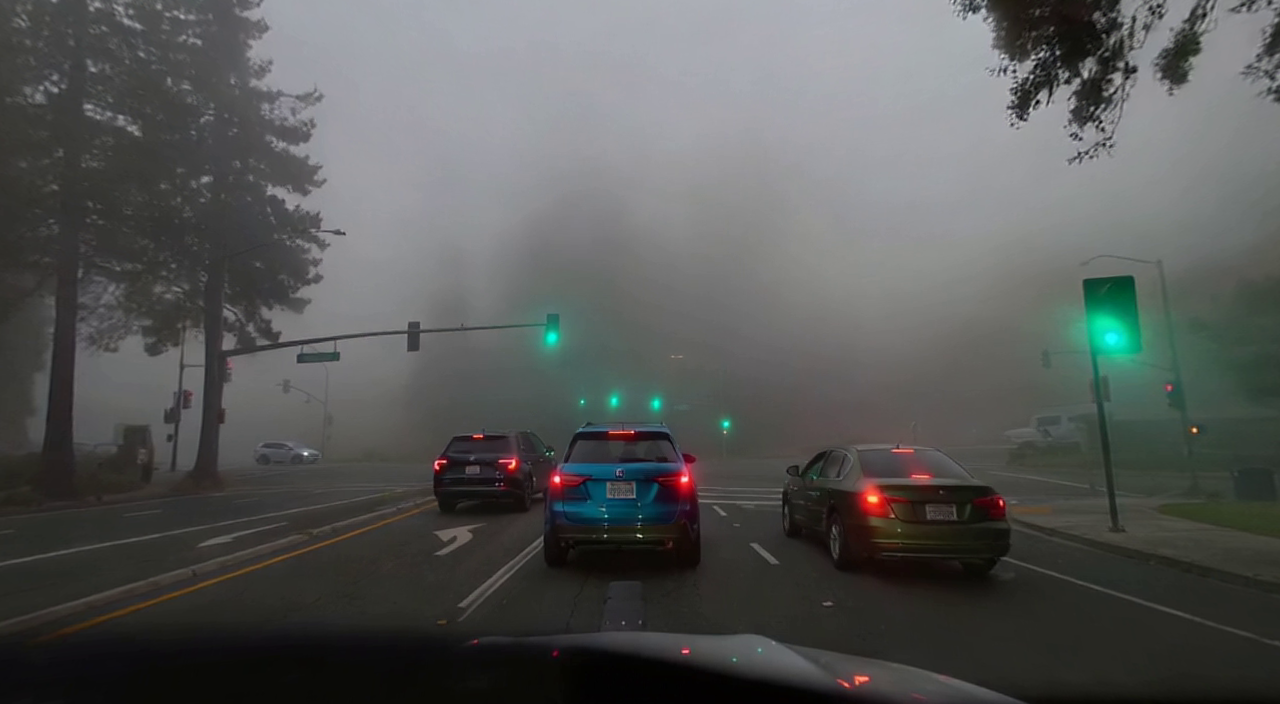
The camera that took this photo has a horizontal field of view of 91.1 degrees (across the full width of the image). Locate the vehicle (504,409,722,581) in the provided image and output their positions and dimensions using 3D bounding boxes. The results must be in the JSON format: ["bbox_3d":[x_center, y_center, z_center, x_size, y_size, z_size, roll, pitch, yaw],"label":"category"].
[{"bbox_3d":[-0.244,1.700,8.277,2.108,1.654,4.235,0,-8,0],"label":"vehicle"}]

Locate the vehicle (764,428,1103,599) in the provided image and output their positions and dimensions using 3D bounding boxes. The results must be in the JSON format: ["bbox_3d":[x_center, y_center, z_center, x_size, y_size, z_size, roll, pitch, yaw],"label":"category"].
[{"bbox_3d":[3.017,1.750,7.805,2.056,1.468,4.520,0,-8,0],"label":"vehicle"}]

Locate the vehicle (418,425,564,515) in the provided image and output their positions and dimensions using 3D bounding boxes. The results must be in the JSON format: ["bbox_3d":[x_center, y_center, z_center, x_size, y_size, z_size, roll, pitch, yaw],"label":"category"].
[{"bbox_3d":[-3.000,2.483,13.640,1.987,1.633,4.005,0,-8,3],"label":"vehicle"}]
